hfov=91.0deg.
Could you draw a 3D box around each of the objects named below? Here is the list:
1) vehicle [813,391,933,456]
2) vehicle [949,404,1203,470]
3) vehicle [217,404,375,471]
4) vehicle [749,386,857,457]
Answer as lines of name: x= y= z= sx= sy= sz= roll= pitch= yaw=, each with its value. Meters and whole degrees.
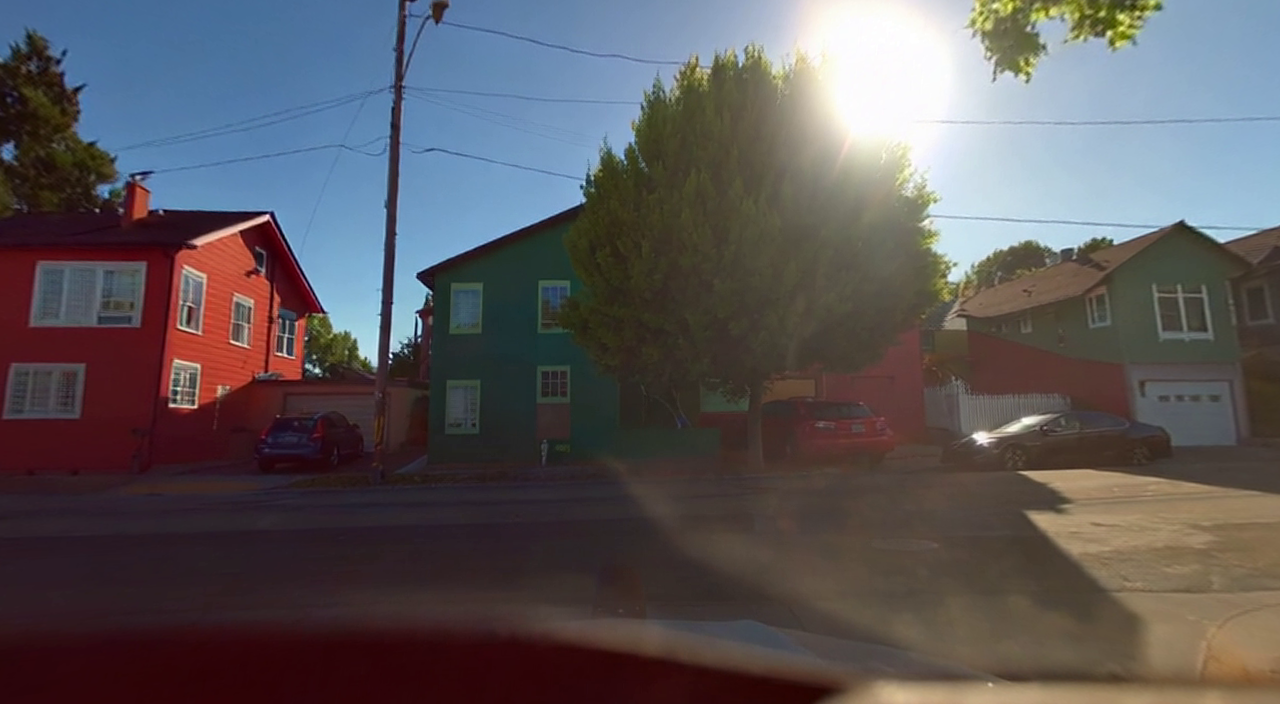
vehicle: x=6.959 y=2.254 z=19.295 sx=2.053 sy=1.756 sz=4.034 roll=1 pitch=-9 yaw=-1
vehicle: x=10.381 y=2.070 z=15.298 sx=4.644 sy=1.482 sz=1.997 roll=0 pitch=-8 yaw=1
vehicle: x=-10.042 y=2.591 z=18.933 sx=2.091 sy=1.760 sz=4.760 roll=0 pitch=-8 yaw=-1
vehicle: x=4.772 y=2.132 z=19.179 sx=2.081 sy=1.891 sz=4.367 roll=1 pitch=-7 yaw=-1
